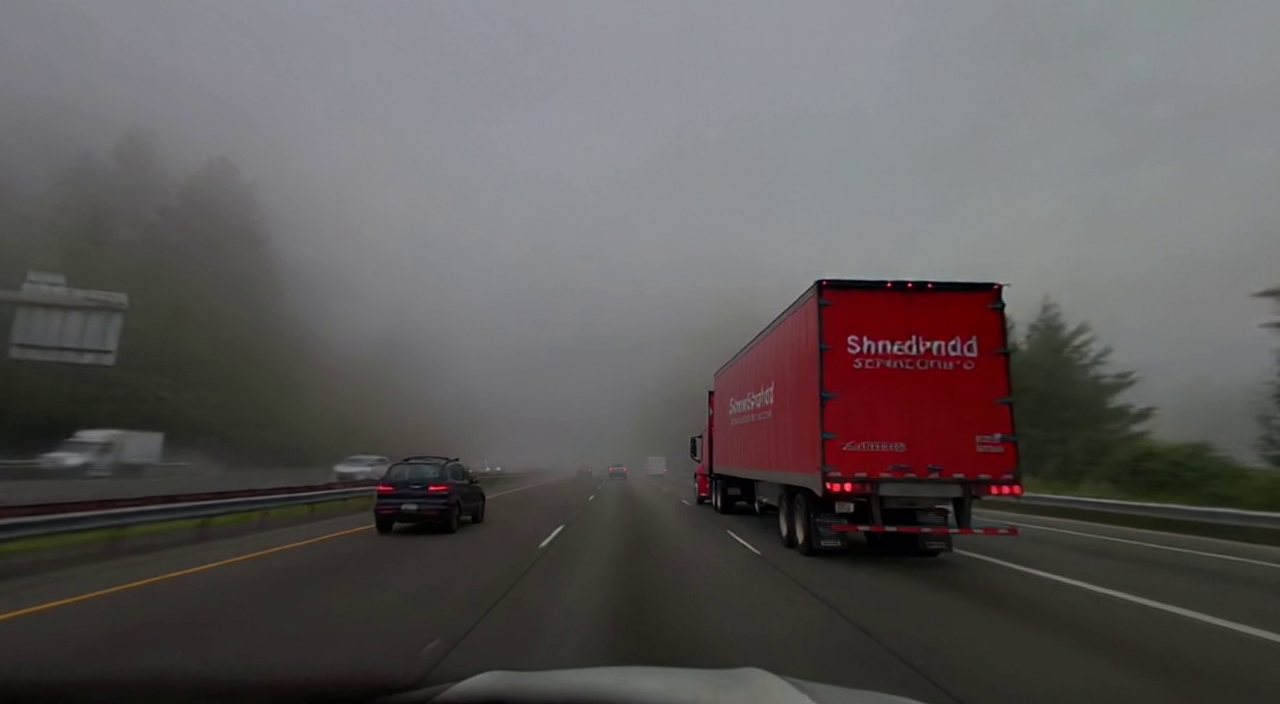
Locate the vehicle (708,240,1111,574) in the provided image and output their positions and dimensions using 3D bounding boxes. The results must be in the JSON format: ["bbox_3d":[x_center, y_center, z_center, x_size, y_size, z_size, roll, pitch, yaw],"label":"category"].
[{"bbox_3d":[4.149,1.876,15.070,2.992,4.300,13.967,1,-10,-2],"label":"vehicle"}]

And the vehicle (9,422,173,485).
[{"bbox_3d":[-23.898,4.538,27.823,2.254,2.445,5.374,1,-10,0],"label":"vehicle"}]

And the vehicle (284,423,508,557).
[{"bbox_3d":[-3.811,2.307,10.969,2.070,1.775,4.646,1,-10,-1],"label":"vehicle"}]
